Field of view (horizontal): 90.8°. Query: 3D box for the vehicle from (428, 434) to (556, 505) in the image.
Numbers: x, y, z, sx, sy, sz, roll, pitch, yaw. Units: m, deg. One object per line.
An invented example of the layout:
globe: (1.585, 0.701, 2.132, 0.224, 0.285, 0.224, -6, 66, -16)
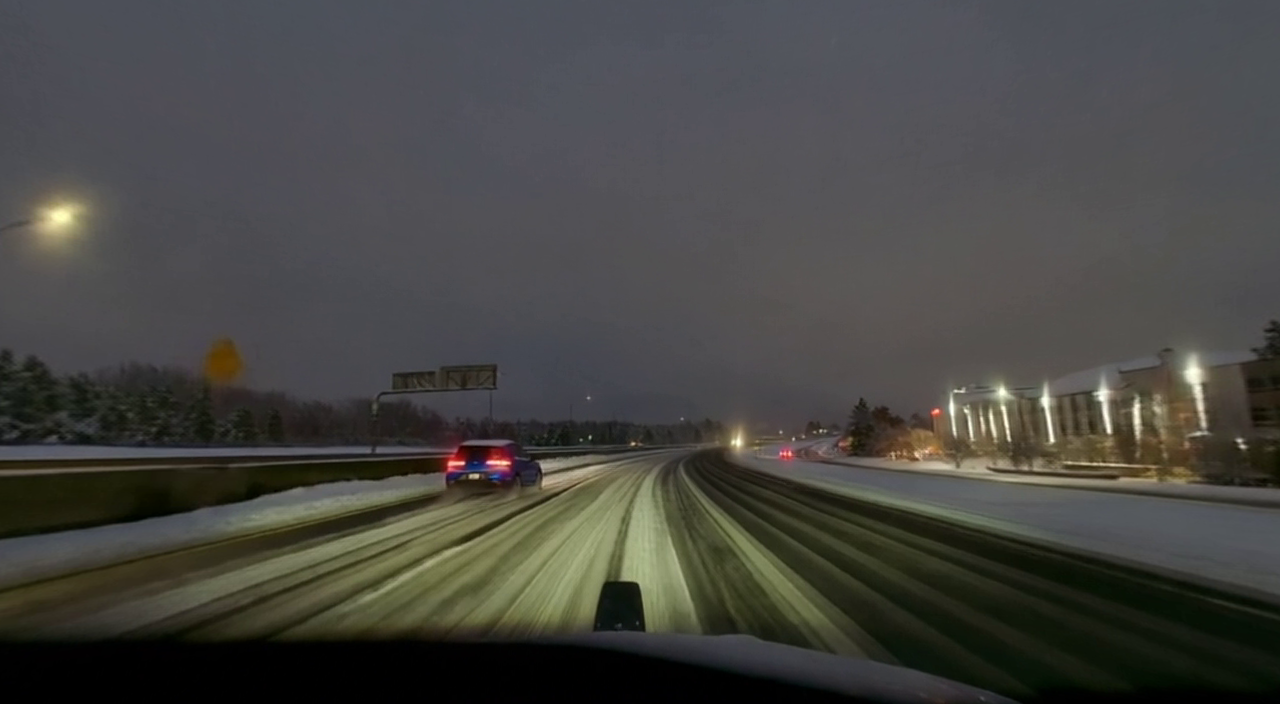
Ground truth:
vehicle: (-3.632, 2.988, 16.593, 2.087, 1.566, 4.756, -1, -8, 2)
